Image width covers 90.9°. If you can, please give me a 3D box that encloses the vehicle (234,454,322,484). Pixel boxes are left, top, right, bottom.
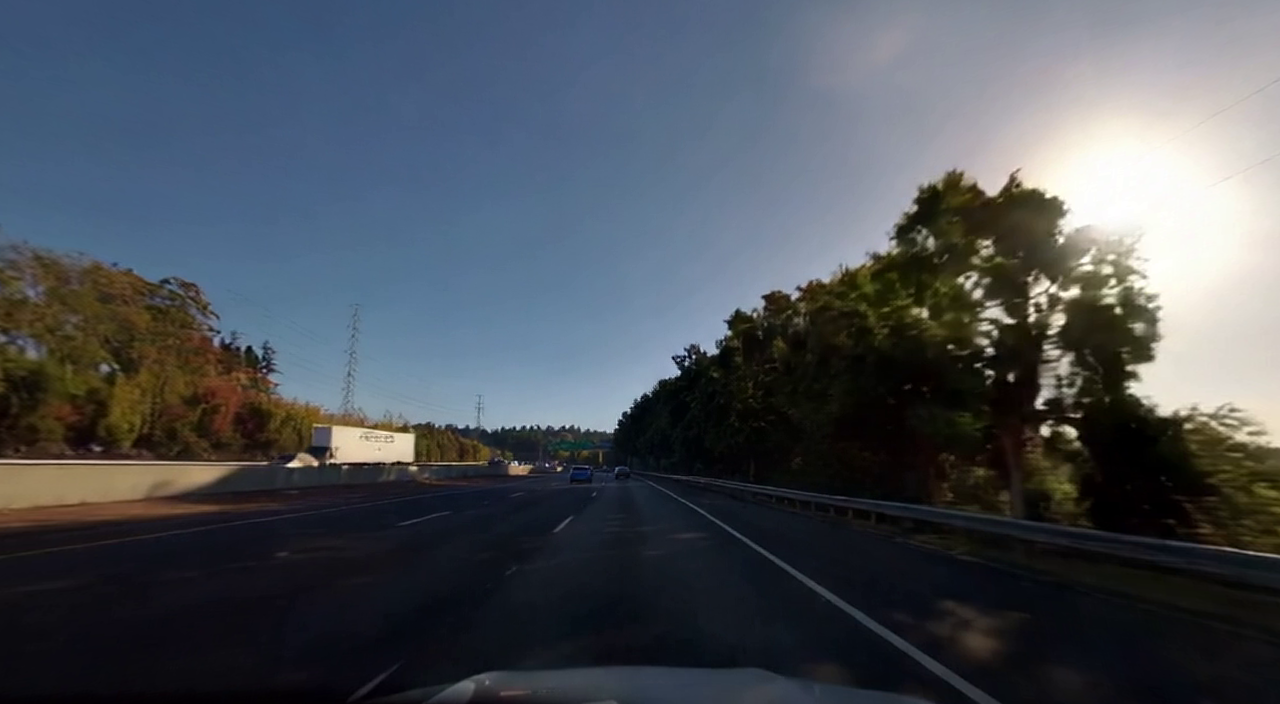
[{"bbox_3d":[-19.657,6.384,34.503,2.157,1.508,4.446,1,-10,-1],"label":"vehicle"}]

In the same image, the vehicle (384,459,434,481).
[{"bbox_3d":[-16.351,8.393,44.820,1.885,1.464,4.601,1,-10,-1],"label":"vehicle"}]

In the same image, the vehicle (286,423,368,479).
[{"bbox_3d":[-23.887,7.660,48.486,3.203,3.952,5.905,1,-10,-2],"label":"vehicle"}]

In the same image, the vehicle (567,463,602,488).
[{"bbox_3d":[-3.998,8.965,45.846,2.194,1.704,4.421,1,-10,-1],"label":"vehicle"}]
